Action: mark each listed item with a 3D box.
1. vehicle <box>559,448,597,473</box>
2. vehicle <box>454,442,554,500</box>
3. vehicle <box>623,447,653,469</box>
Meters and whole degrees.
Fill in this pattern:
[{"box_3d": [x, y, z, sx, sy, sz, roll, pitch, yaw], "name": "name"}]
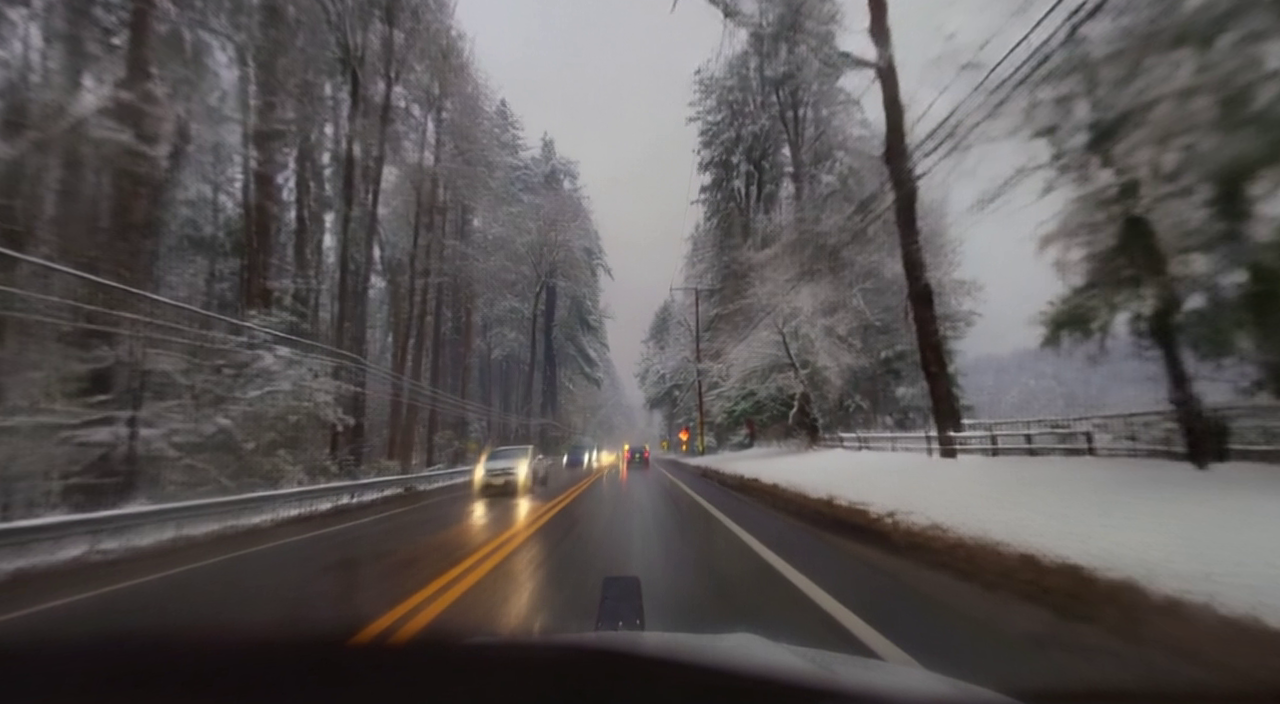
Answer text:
[{"box_3d": [-3.877, 6.862, 40.325, 1.981, 1.486, 4.348, 0, -9, 0], "name": "vehicle"}, {"box_3d": [-3.894, 3.479, 18.899, 1.987, 1.526, 4.205, 0, -9, 1], "name": "vehicle"}, {"box_3d": [-0.171, 7.649, 45.620, 2.067, 1.486, 3.861, 0, -9, -1], "name": "vehicle"}]
